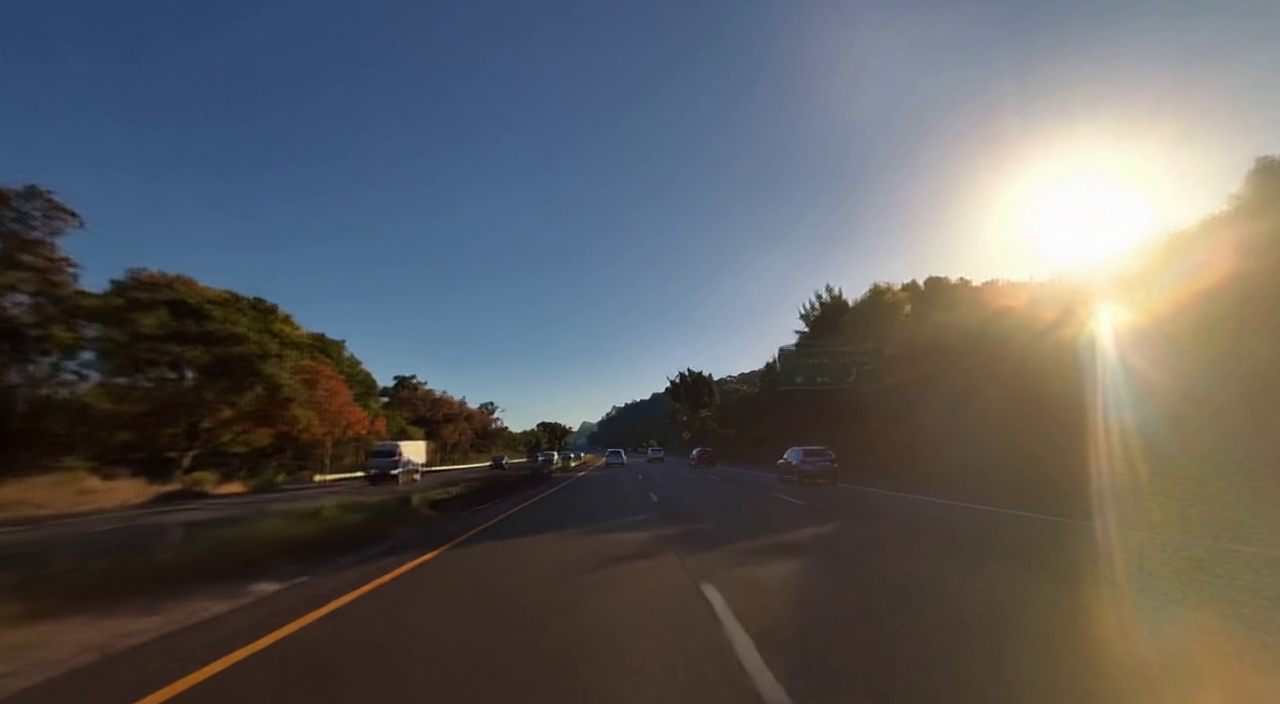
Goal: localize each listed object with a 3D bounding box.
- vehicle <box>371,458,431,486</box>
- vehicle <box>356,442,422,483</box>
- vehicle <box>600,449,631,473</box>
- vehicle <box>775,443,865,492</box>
[{"bbox_3d":[-13.940,7.011,37.037,1.897,1.488,4.214,0,-9,-1],"label":"vehicle"},{"bbox_3d":[-17.615,7.777,44.619,2.368,2.652,5.789,0,-9,-1],"label":"vehicle"},{"bbox_3d":[-1.632,7.388,42.900,2.021,1.507,4.272,0,-9,-1],"label":"vehicle"},{"bbox_3d":[6.239,4.034,22.387,1.903,1.566,3.866,0,-9,-3],"label":"vehicle"}]
